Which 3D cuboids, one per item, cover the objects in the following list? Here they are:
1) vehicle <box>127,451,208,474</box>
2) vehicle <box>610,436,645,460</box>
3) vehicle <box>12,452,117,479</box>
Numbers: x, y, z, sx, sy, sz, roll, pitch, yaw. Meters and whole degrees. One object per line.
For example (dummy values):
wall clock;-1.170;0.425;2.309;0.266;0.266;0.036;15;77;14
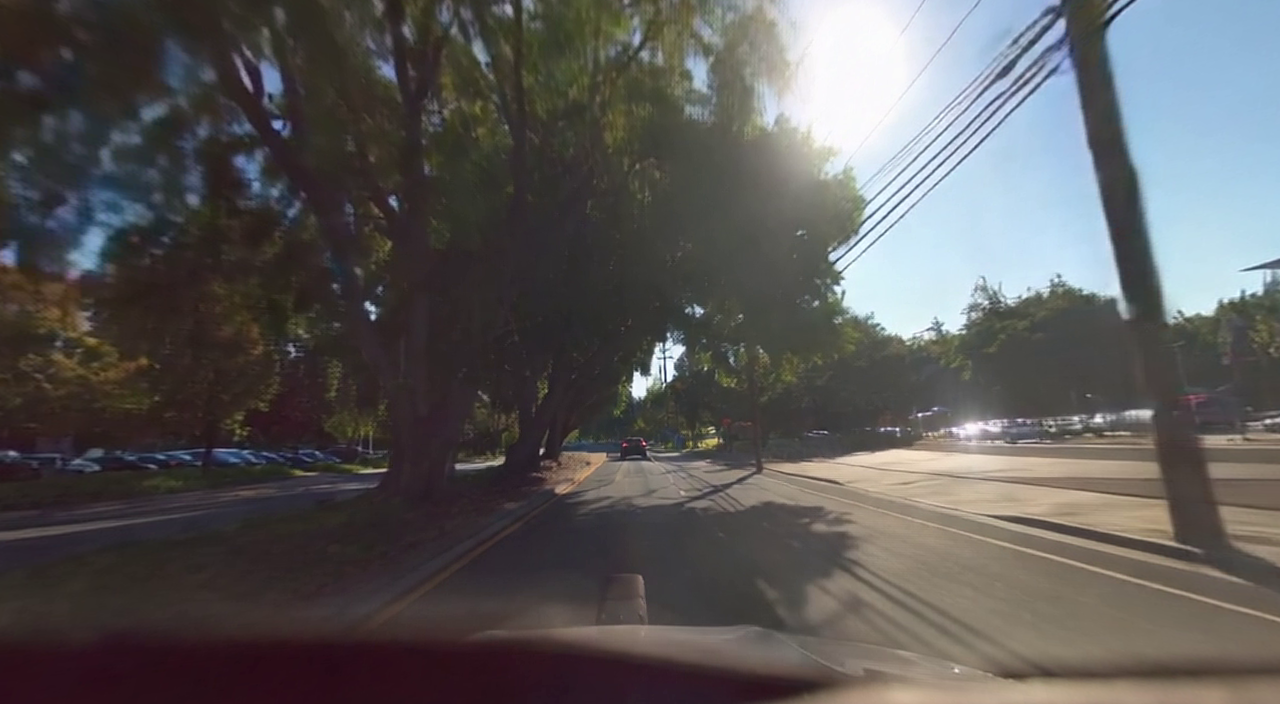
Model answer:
vehicle;-33.714;7.852;45.095;4.323;1.523;1.900;-1;-7;3
vehicle;-0.997;7.373;48.411;2.240;1.704;4.374;1;-9;-7
vehicle;-34.240;6.745;37.662;4.367;1.464;1.992;-1;-9;2
